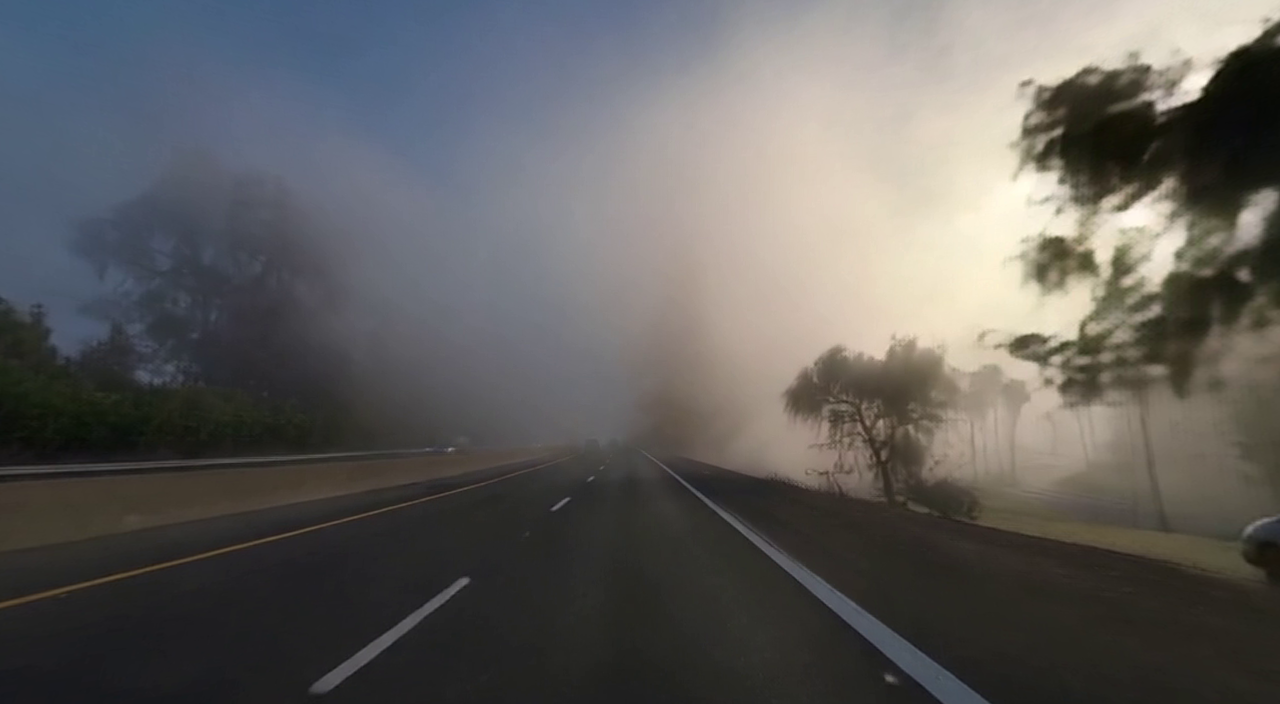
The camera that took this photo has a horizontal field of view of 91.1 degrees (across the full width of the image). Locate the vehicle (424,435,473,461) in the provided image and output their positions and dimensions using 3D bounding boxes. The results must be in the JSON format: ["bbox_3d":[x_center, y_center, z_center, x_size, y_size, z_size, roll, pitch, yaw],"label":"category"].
[{"bbox_3d":[-14.070,7.113,46.391,2.231,1.820,4.733,0,-9,-1],"label":"vehicle"}]
